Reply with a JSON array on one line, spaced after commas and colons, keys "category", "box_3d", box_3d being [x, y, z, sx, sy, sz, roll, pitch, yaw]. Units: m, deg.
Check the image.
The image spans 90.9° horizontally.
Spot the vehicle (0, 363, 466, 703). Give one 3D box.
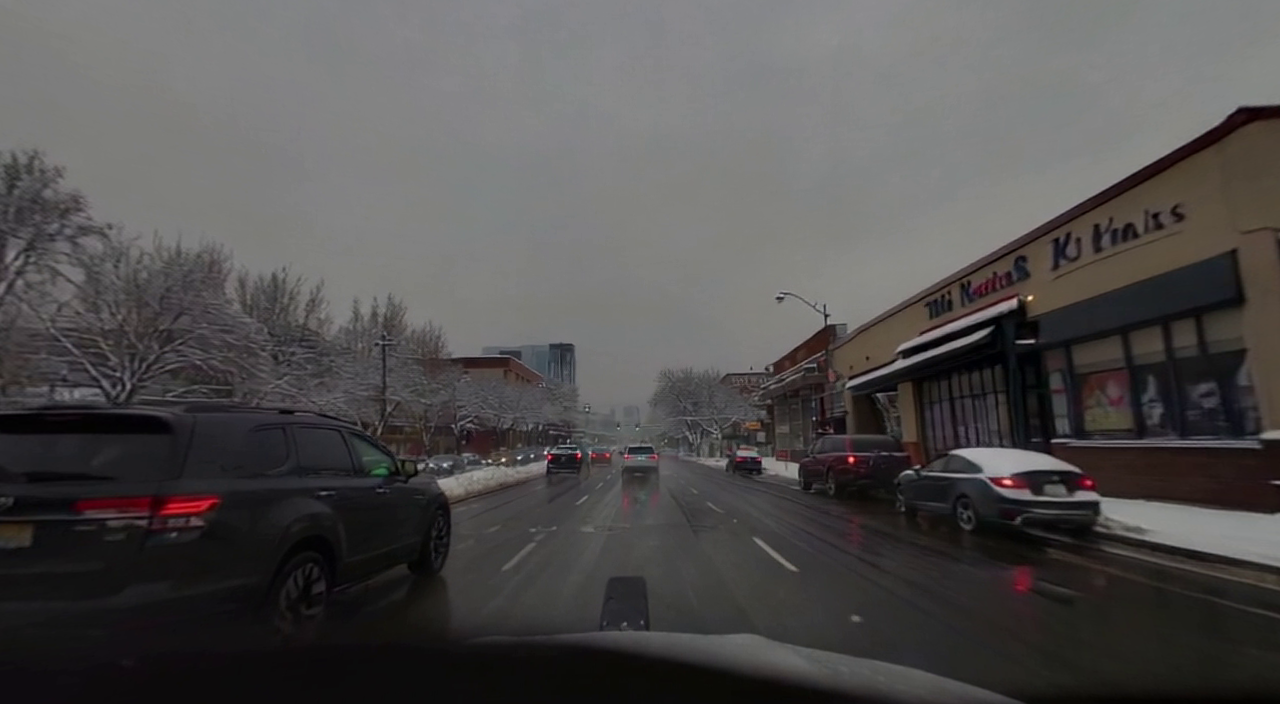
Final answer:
[{"category": "vehicle", "box_3d": [-2.974, 1.188, 4.641, 2.049, 1.646, 4.445, 0, -8, 1]}]

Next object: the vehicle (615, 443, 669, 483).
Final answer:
[{"category": "vehicle", "box_3d": [0.083, 4.522, 26.016, 2.037, 1.484, 4.073, 0, -8, 0]}]

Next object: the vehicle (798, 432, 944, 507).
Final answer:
[{"category": "vehicle", "box_3d": [6.363, 3.289, 18.193, 2.159, 1.817, 5.056, 0, -8, -2]}]

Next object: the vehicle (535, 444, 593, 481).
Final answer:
[{"category": "vehicle", "box_3d": [-3.232, 4.777, 27.565, 1.950, 1.450, 4.257, 0, -8, 1]}]

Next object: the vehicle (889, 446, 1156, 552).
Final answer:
[{"category": "vehicle", "box_3d": [6.285, 2.412, 11.151, 1.944, 1.462, 4.406, 0, -8, 0]}]

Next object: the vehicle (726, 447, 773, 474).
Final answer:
[{"category": "vehicle", "box_3d": [6.690, 6.654, 38.902, 2.014, 1.495, 4.562, 0, -8, -1]}]
